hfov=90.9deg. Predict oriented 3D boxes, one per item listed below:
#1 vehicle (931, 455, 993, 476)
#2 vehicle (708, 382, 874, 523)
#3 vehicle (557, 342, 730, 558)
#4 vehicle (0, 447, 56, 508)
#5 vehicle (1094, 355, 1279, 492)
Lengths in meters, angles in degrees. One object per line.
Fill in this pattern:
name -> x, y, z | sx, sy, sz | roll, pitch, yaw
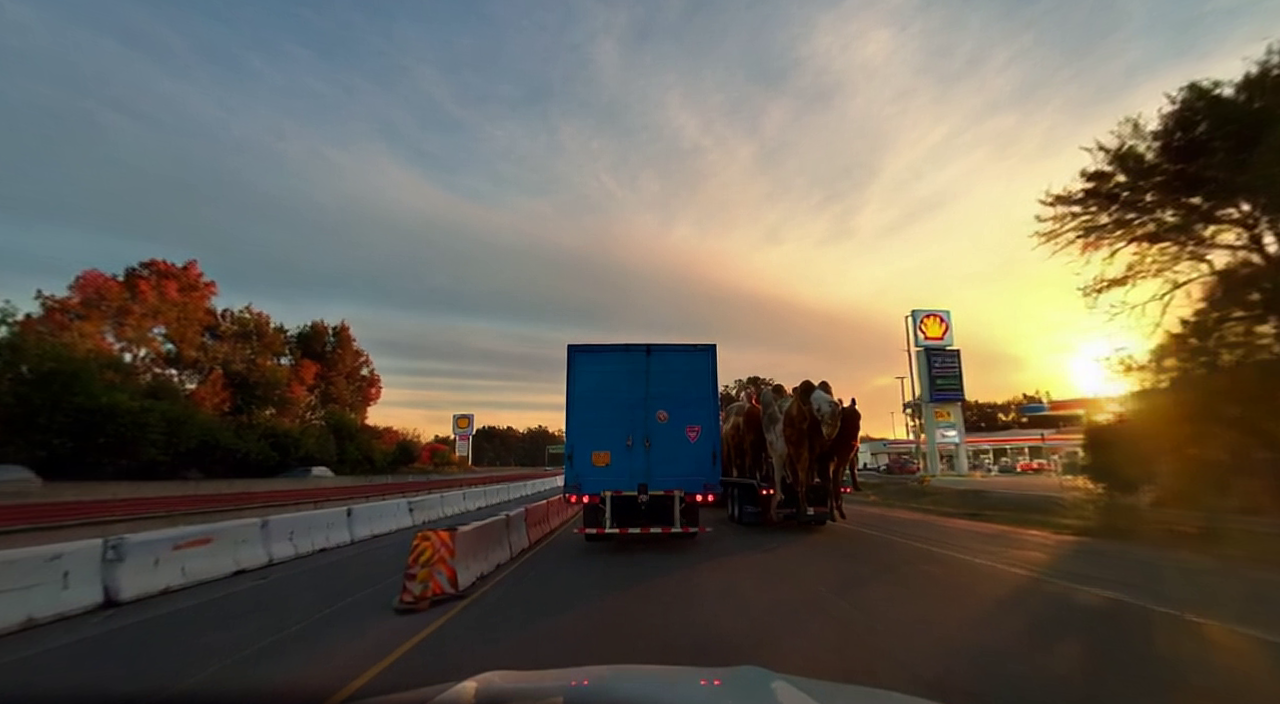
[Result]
vehicle -> 24.519, 8.715, 48.177 | 1.762, 1.470, 4.485 | 3, -11, -11
vehicle -> 4.433, 3.455, 21.168 | 2.936, 3.640, 9.443 | 1, -10, -2
vehicle -> 0.042, 2.268, 14.119 | 2.618, 3.306, 8.676 | 1, -10, 0
vehicle -> -48.229, 9.594, 48.928 | 16.489, 4.054, 2.903 | -10, -14, 44
vehicle -> 20.834, 2.343, 19.966 | 2.771, 4.075, 13.513 | 1, -11, 0
